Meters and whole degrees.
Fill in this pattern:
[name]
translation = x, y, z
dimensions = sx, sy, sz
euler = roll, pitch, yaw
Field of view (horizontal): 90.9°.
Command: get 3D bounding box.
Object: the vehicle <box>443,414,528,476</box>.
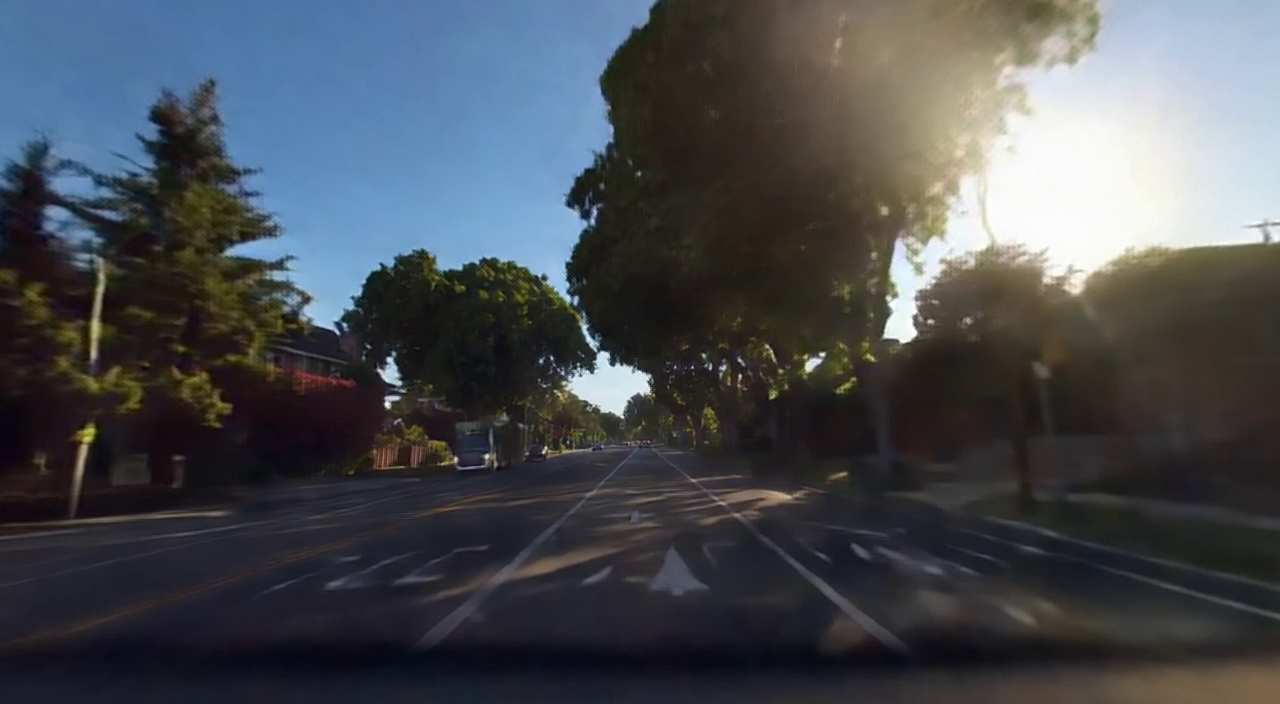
[vehicle]
translation = -8.698, 5.373, 36.714
dimensions = 2.757, 3.141, 8.316
euler = 0, -8, 1
